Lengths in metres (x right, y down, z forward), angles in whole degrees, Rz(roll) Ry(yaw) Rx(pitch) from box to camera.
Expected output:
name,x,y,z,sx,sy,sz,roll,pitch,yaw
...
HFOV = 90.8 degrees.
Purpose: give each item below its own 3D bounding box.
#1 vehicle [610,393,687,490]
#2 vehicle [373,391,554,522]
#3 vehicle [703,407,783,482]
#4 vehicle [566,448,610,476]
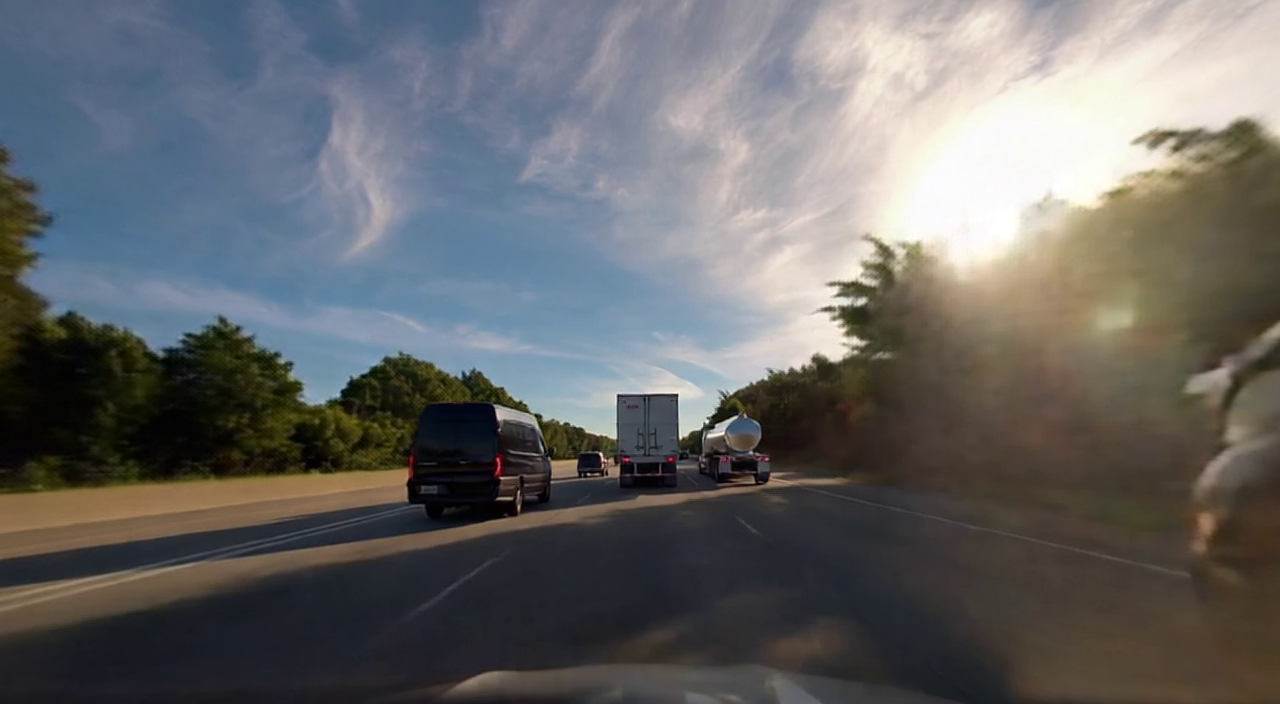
name,x,y,z,sx,sy,sz,roll,pitch,yaw
vehicle,0.162,3.985,27.440,2.773,3.455,9.118,0,-9,-2
vehicle,-3.919,2.547,15.696,2.525,2.572,6.260,0,-9,1
vehicle,5.451,5.257,35.612,2.706,3.500,11.483,0,-9,1
vehicle,-3.179,6.842,39.467,2.134,1.652,4.439,0,-9,3
